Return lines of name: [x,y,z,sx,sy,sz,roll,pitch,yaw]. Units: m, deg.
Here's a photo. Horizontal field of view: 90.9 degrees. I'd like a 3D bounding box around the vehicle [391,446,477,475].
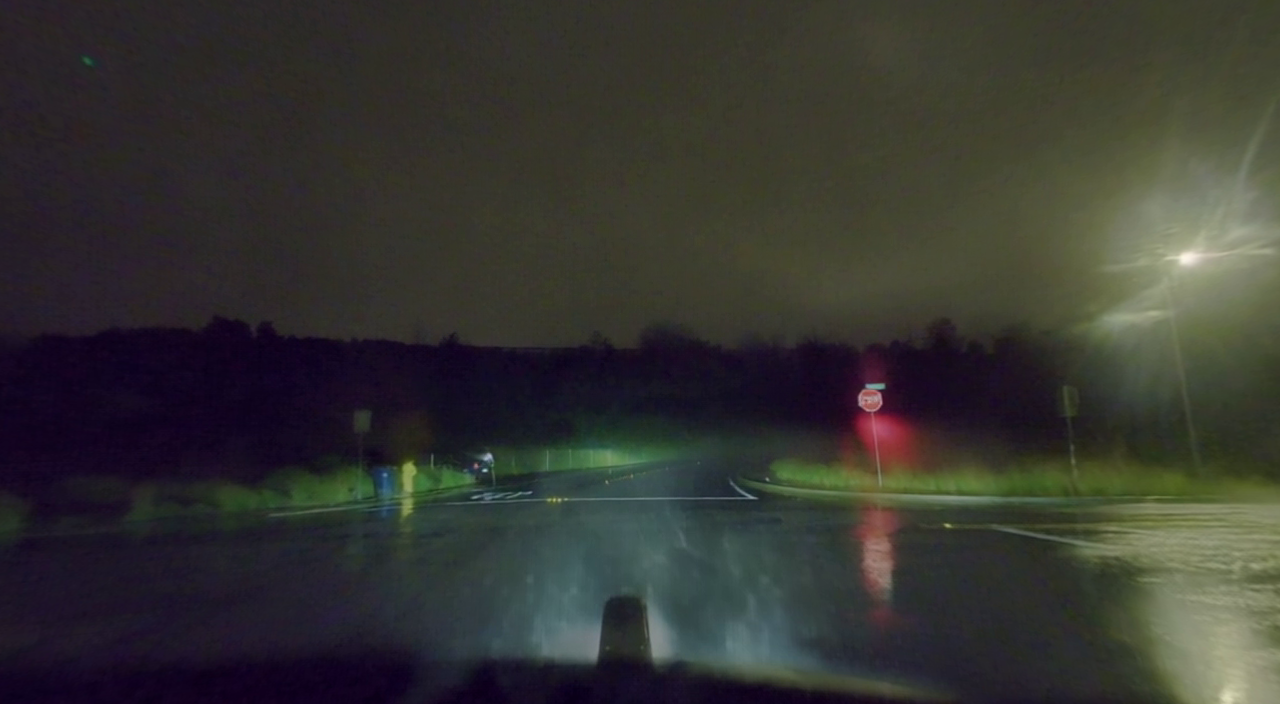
vehicle: [-12.685,6.682,39.015,4.590,1.735,1.973,-1,-9,3]
